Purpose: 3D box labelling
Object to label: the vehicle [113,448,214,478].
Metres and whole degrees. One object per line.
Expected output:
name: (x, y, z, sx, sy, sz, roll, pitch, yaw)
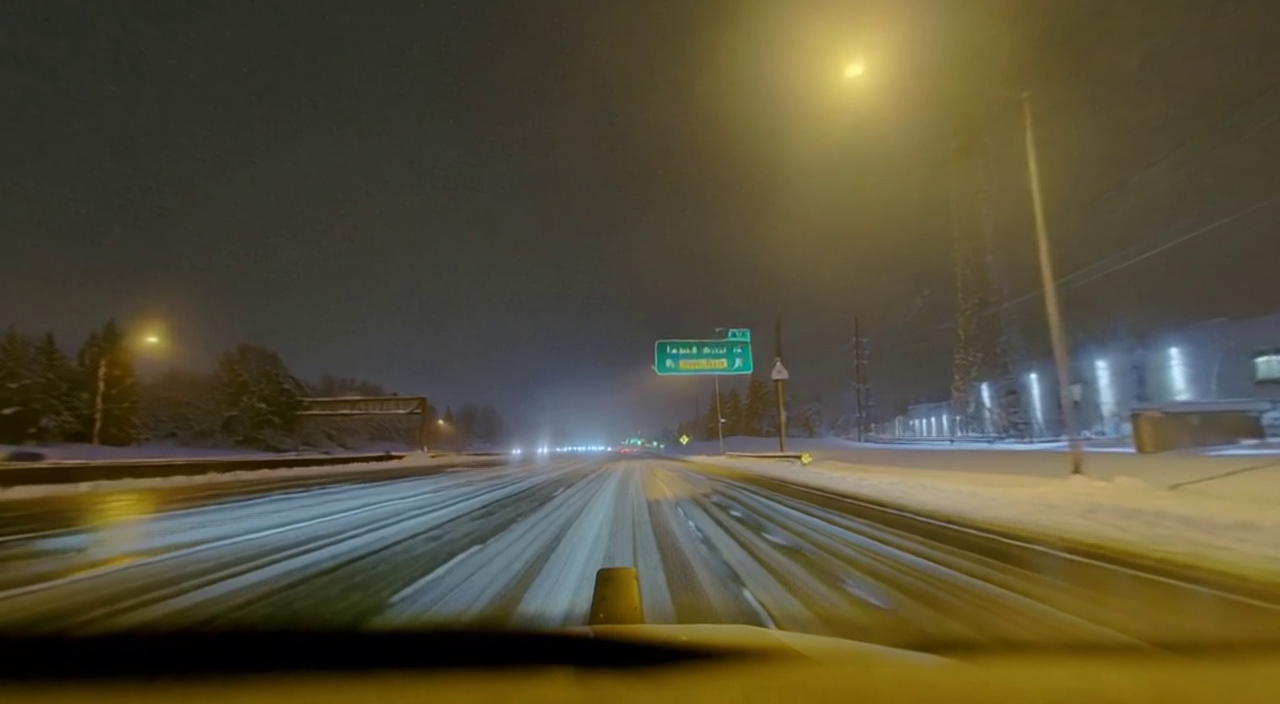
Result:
vehicle: (-25.428, 5.915, 33.956, 1.838, 1.443, 4.598, 0, -8, 0)
